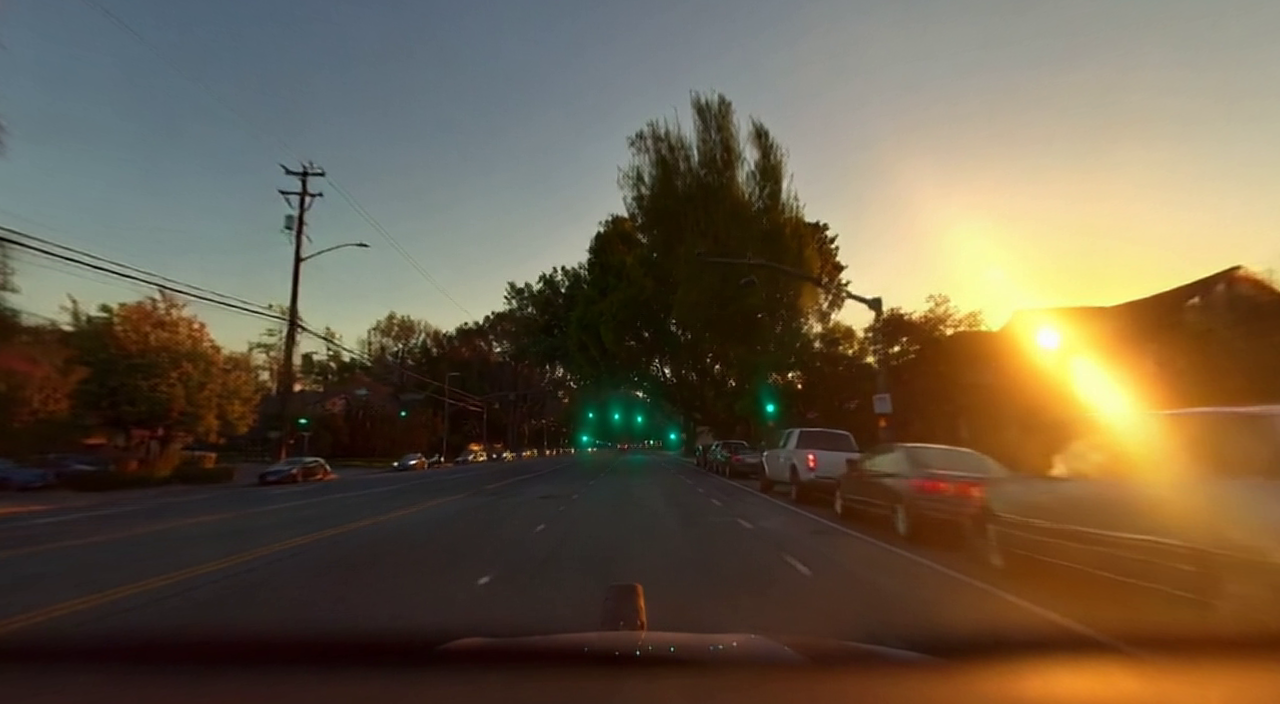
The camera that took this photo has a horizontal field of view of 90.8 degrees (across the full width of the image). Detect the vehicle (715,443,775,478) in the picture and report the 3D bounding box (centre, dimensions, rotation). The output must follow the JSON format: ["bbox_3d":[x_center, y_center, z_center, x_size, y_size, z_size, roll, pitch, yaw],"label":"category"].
[{"bbox_3d":[4.625,4.849,28.557,1.844,1.426,4.916,0,-9,0],"label":"vehicle"}]

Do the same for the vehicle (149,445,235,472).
[{"bbox_3d":[-30.033,7.121,42.442,4.245,1.668,2.025,0,-7,-2],"label":"vehicle"}]

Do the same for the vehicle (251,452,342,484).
[{"bbox_3d":[-17.670,5.958,32.823,2.039,1.508,4.613,0,-9,1],"label":"vehicle"}]

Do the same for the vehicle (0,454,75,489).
[{"bbox_3d":[-28.200,5.280,27.939,4.532,1.456,1.853,0,-9,0],"label":"vehicle"}]

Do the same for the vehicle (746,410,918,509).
[{"bbox_3d":[4.579,2.712,16.373,2.438,2.086,5.821,0,-9,-2],"label":"vehicle"}]

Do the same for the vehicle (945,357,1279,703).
[{"bbox_3d":[4.589,1.118,4.331,2.260,1.882,5.362,0,-9,-1],"label":"vehicle"}]
